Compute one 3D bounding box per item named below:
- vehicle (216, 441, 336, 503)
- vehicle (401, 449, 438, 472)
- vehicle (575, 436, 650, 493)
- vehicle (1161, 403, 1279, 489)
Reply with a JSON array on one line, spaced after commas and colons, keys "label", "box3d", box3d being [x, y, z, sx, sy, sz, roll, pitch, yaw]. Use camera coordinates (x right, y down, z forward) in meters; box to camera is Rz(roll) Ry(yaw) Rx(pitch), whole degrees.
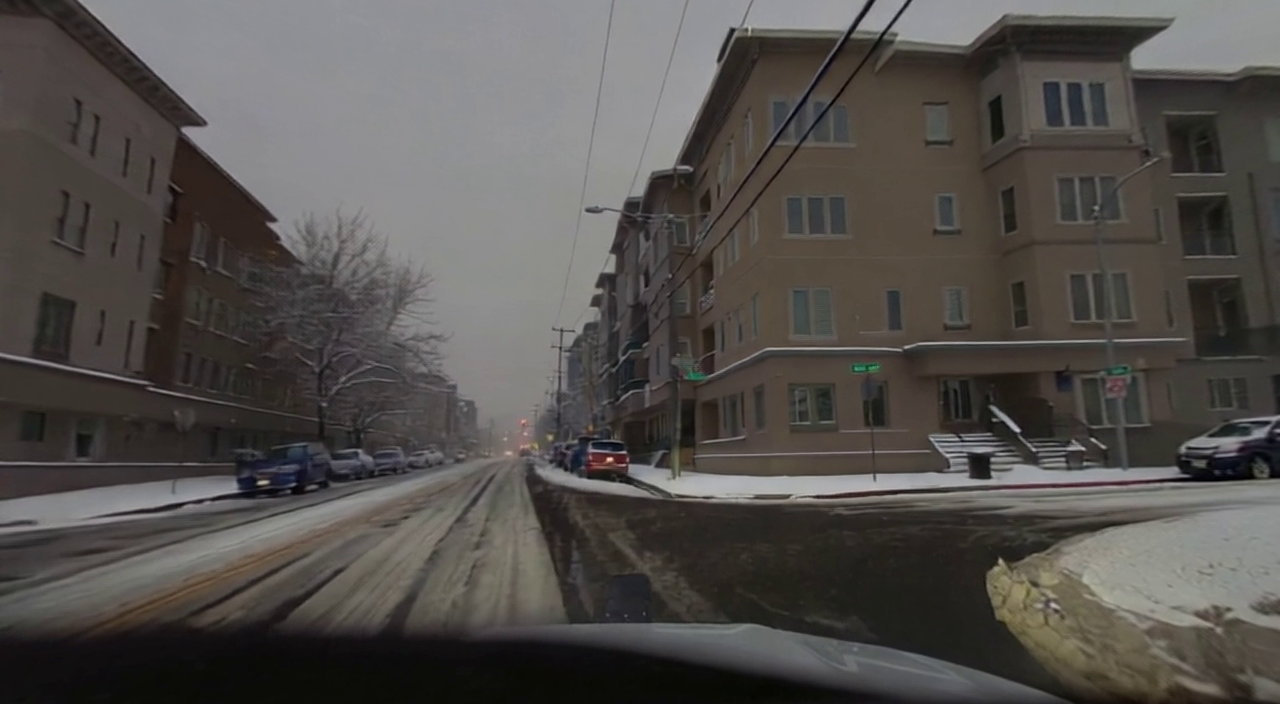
[{"label": "vehicle", "box3d": [-12.409, 4.069, 21.878, 2.140, 1.874, 4.475, 1, -9, -11]}, {"label": "vehicle", "box3d": [-16.782, 8.224, 48.161, 2.032, 1.641, 4.162, 1, -9, -10]}, {"label": "vehicle", "box3d": [-1.138, 4.094, 23.272, 2.164, 1.721, 4.416, -3, -8, -9]}, {"label": "vehicle", "box3d": [18.099, 2.599, 18.149, 4.259, 2.102, 2.376, -2, -5, -10]}]
